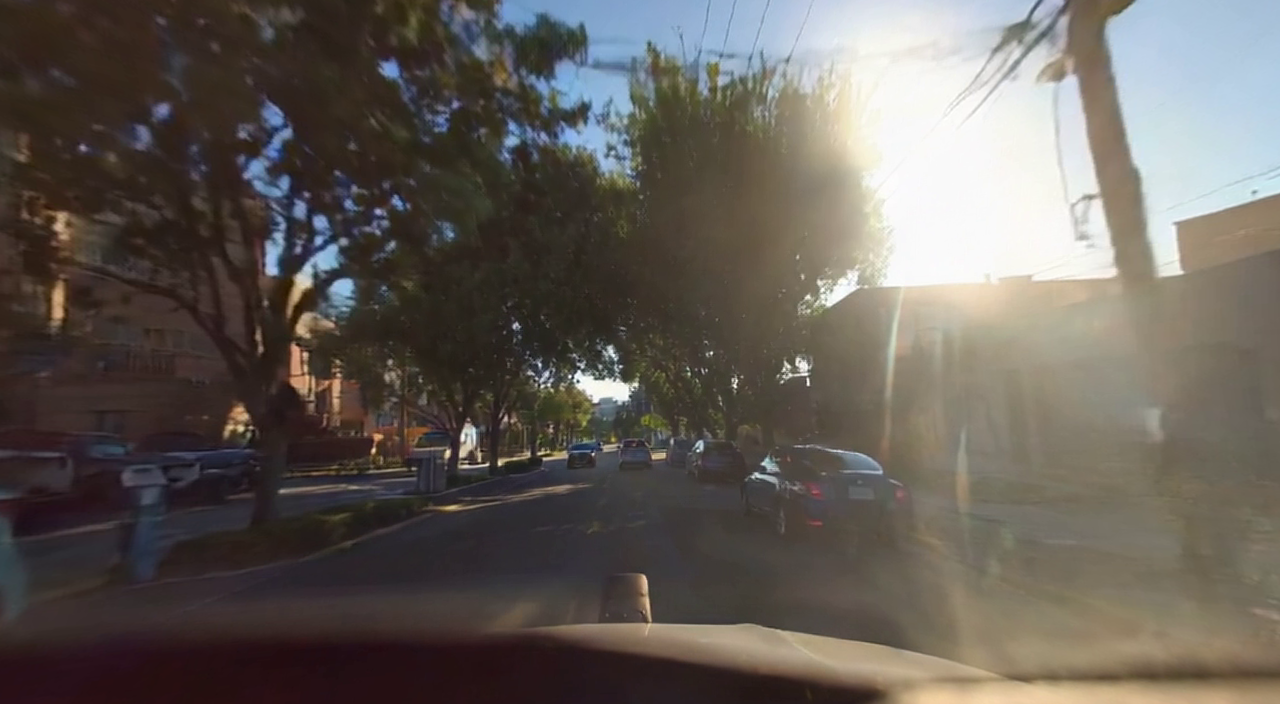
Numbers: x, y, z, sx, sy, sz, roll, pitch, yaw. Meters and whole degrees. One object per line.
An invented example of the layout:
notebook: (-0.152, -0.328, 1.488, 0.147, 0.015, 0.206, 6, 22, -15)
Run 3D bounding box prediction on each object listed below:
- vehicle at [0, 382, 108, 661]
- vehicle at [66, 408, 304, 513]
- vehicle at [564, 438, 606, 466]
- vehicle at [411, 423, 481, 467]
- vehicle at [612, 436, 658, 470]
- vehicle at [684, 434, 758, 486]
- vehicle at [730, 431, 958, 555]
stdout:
vehicle: (-4.540, 0.863, 2.374, 1.911, 1.573, 3.637, 2, -4, -1)
vehicle: (-8.701, 2.001, 12.573, 1.845, 1.687, 4.009, 0, -4, -2)
vehicle: (-3.002, 5.602, 35.452, 1.955, 1.463, 4.323, 0, -8, 0)
vehicle: (-8.902, 4.255, 29.320, 2.010, 1.747, 4.266, 0, -5, -1)
vehicle: (-0.268, 4.841, 30.327, 2.095, 1.510, 3.605, 0, -8, -1)
vehicle: (2.602, 3.589, 21.204, 1.861, 1.558, 3.823, 1, -8, -2)
vehicle: (2.836, 2.057, 9.959, 2.086, 1.498, 4.280, 1, -8, -1)
